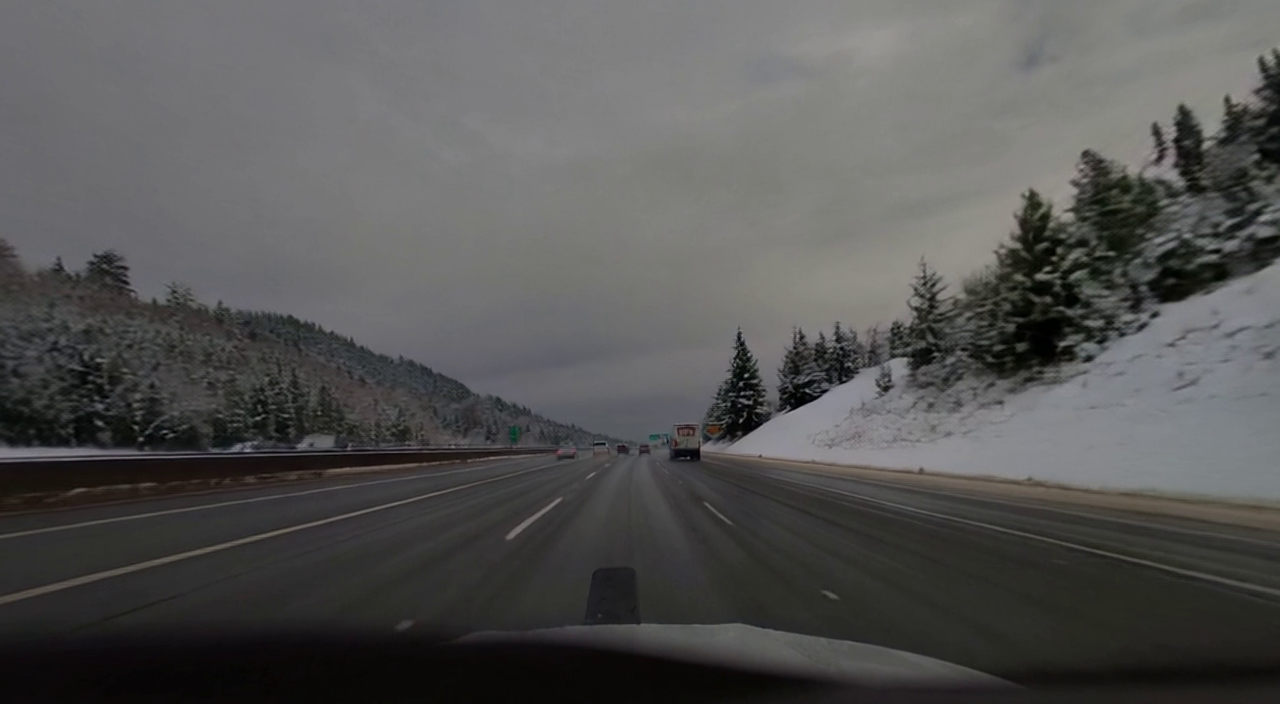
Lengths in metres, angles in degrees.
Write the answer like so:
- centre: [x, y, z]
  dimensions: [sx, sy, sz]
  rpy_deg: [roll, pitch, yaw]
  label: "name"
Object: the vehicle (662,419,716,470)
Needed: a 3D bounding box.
- centre: [3.258, 6.481, 44.088]
  dimensions: [2.795, 3.187, 7.205]
  rpy_deg: [0, -9, -3]
  label: "vehicle"
